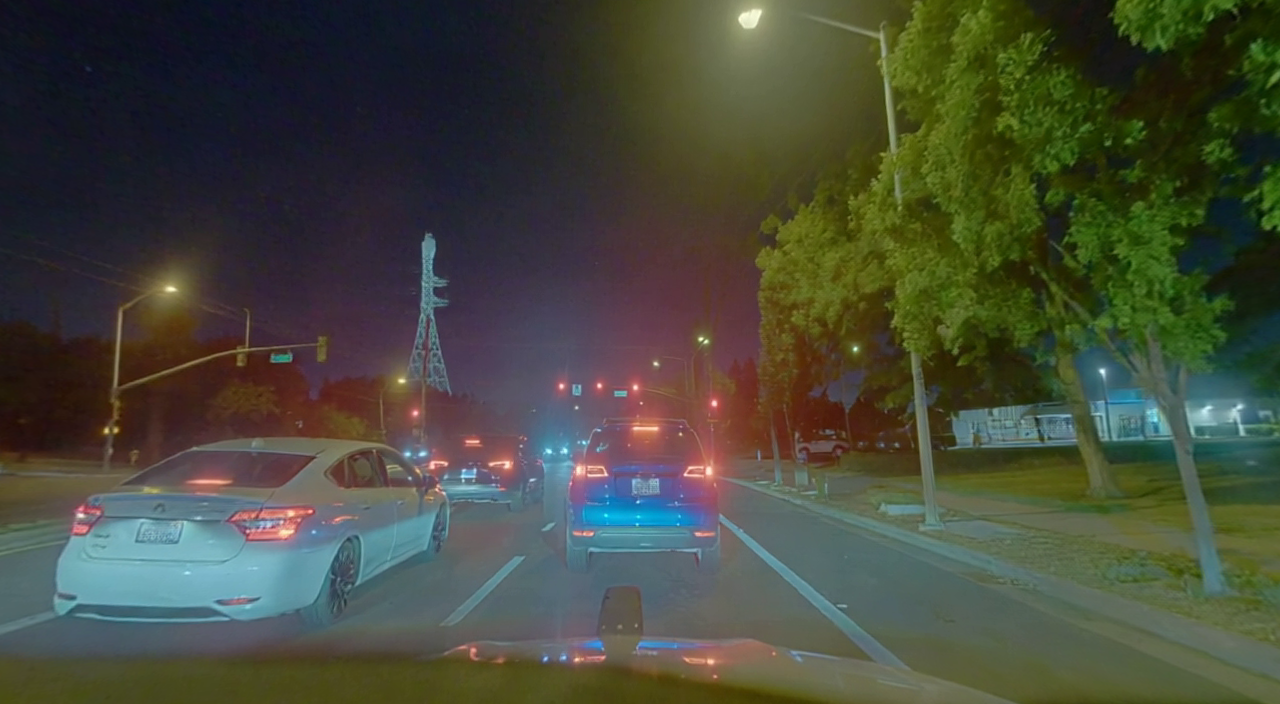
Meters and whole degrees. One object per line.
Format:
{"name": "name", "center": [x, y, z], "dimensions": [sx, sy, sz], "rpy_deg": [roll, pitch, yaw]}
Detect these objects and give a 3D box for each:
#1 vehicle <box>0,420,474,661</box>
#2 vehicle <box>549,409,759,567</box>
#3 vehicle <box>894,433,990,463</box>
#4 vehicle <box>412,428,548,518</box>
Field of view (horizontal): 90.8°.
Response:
{"name": "vehicle", "center": [-3.172, 1.496, 6.202], "dimensions": [1.973, 1.469, 4.448], "rpy_deg": [0, -8, -1]}
{"name": "vehicle", "center": [0.084, 1.764, 8.939], "dimensions": [2.239, 1.661, 4.224], "rpy_deg": [0, -8, -2]}
{"name": "vehicle", "center": [15.089, 4.808, 31.707], "dimensions": [3.858, 1.437, 1.899], "rpy_deg": [0, -8, -4]}
{"name": "vehicle", "center": [-3.255, 2.525, 13.672], "dimensions": [1.997, 1.636, 3.760], "rpy_deg": [0, -8, -1]}
